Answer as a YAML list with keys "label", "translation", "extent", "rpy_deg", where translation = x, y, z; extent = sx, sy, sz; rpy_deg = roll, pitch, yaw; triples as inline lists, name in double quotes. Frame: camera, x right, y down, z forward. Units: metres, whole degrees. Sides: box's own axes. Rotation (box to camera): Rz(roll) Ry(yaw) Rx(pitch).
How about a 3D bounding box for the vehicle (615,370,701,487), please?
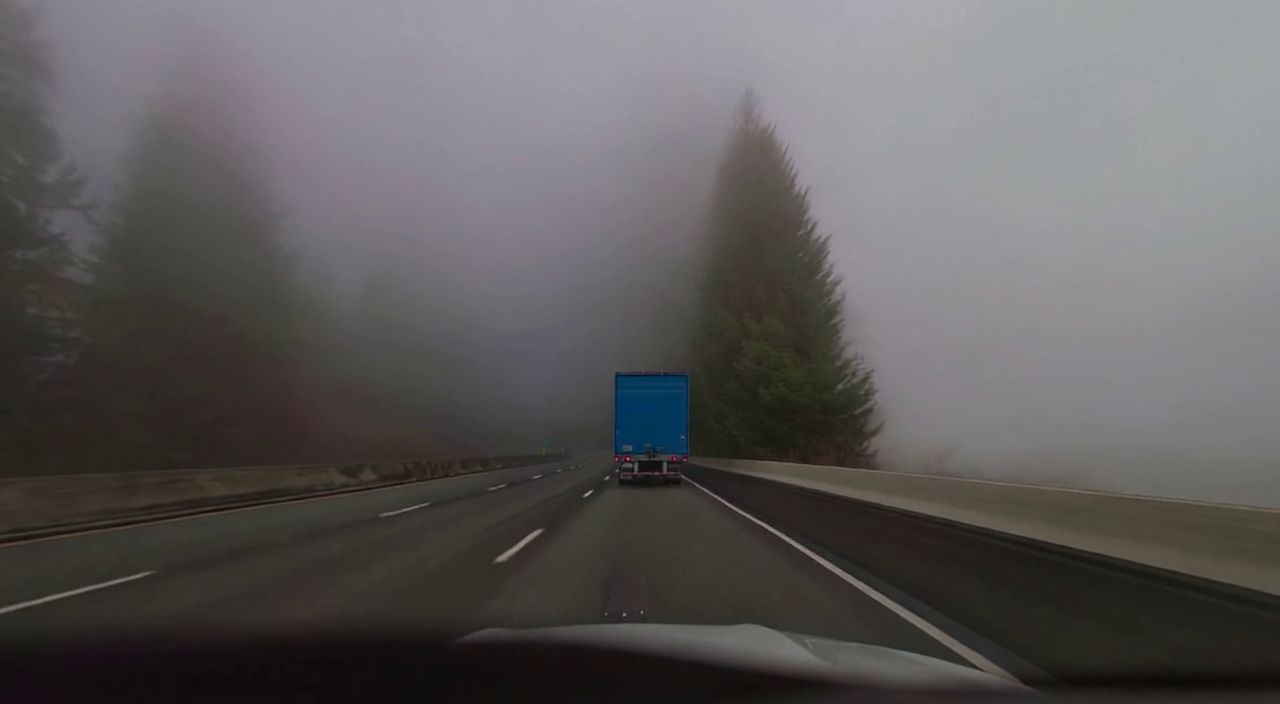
- label: "vehicle"
  translation: [0.543, 3.386, 26.611]
  extent: [2.898, 3.973, 10.063]
  rpy_deg: [0, -9, -1]
